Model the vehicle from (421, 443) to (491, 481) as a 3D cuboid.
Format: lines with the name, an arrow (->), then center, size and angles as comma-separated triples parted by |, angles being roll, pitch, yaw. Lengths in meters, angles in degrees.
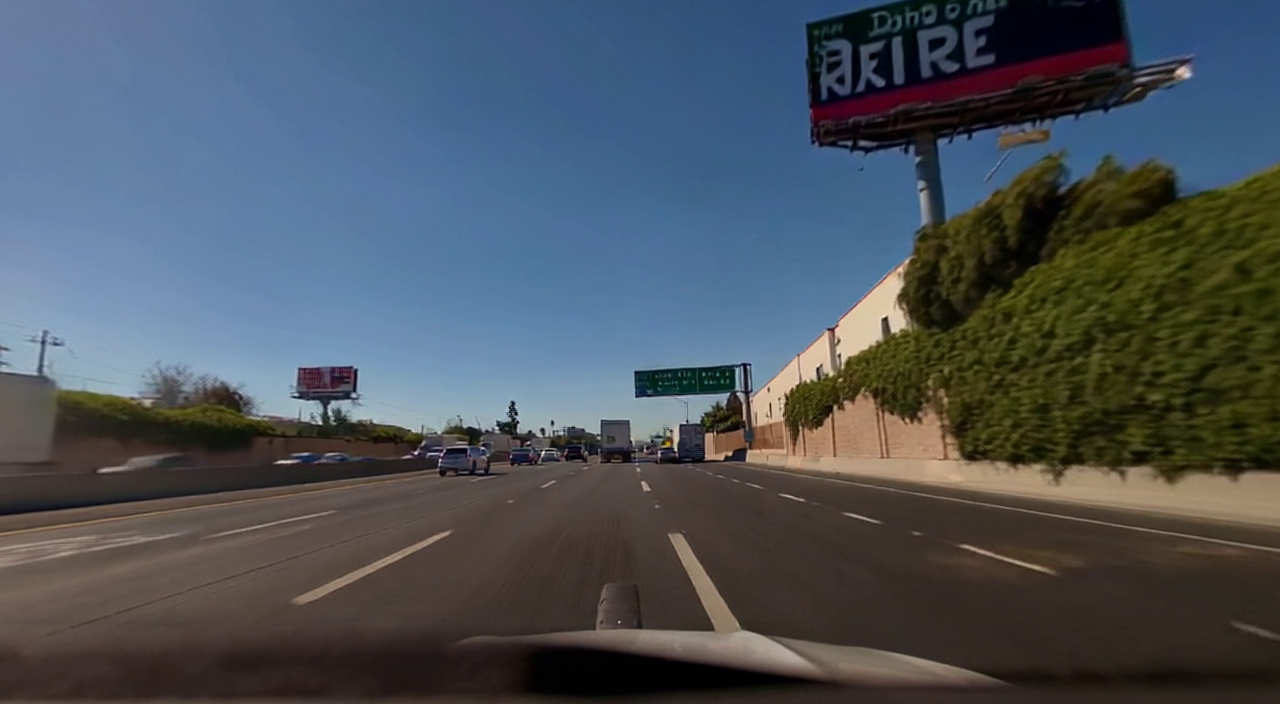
vehicle -> -9.022, 5.392, 31.428 | 2.129, 1.717, 4.593 | 0, -9, 0

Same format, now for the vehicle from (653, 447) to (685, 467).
vehicle -> 2.203, 8.024, 48.675 | 2.015, 1.462, 4.691 | 0, -9, -3

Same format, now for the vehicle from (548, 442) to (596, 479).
vehicle -> -3.279, 5.307, 31.186 | 2.132, 1.679, 4.045 | 0, -9, -3

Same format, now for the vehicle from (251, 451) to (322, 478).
vehicle -> -21.446, 6.797, 38.562 | 1.867, 1.493, 4.311 | 0, -9, -1

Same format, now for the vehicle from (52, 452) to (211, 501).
vehicle -> -17.233, 4.210, 21.804 | 1.889, 1.439, 4.359 | 0, -9, -1
